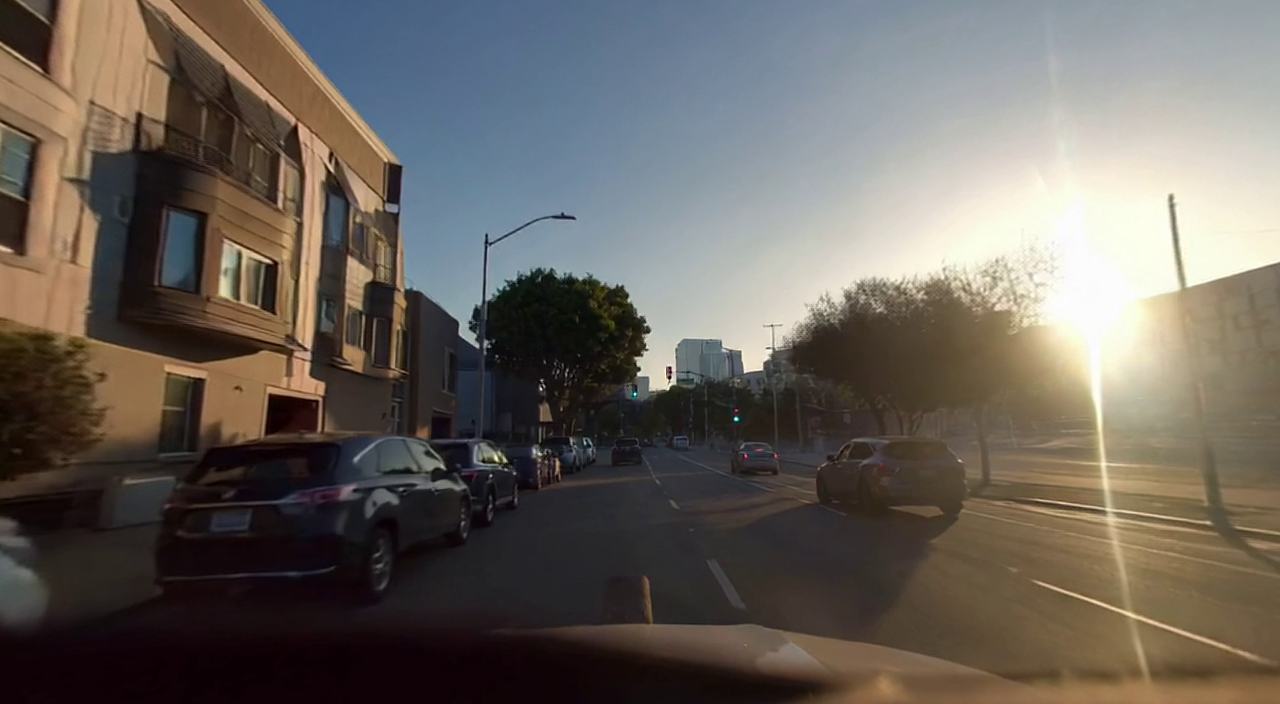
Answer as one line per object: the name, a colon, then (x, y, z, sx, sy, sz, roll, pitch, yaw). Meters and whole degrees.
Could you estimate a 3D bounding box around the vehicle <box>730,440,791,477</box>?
vehicle: (5.085, 4.540, 27.007, 1.799, 1.463, 3.464, 0, -8, -2)

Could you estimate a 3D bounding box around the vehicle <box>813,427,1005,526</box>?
vehicle: (4.985, 2.353, 12.448, 1.891, 1.599, 4.173, 0, -8, -1)

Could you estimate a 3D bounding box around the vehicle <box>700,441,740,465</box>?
vehicle: (5.157, 6.579, 41.175, 1.917, 1.467, 4.452, 0, -8, -1)

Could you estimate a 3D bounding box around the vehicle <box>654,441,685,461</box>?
vehicle: (2.203, 7.573, 48.414, 2.182, 1.450, 4.013, 0, -8, -1)

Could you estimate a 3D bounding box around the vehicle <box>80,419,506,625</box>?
vehicle: (-3.081, 1.614, 7.165, 2.121, 1.490, 4.910, 0, -8, -1)

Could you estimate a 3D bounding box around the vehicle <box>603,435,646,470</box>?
vehicle: (-0.741, 5.238, 33.021, 2.122, 1.689, 3.885, 0, -8, 0)

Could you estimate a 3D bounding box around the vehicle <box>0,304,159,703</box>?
vehicle: (-3.446, 0.470, 0.416, 2.187, 1.819, 5.101, 0, -8, 0)
